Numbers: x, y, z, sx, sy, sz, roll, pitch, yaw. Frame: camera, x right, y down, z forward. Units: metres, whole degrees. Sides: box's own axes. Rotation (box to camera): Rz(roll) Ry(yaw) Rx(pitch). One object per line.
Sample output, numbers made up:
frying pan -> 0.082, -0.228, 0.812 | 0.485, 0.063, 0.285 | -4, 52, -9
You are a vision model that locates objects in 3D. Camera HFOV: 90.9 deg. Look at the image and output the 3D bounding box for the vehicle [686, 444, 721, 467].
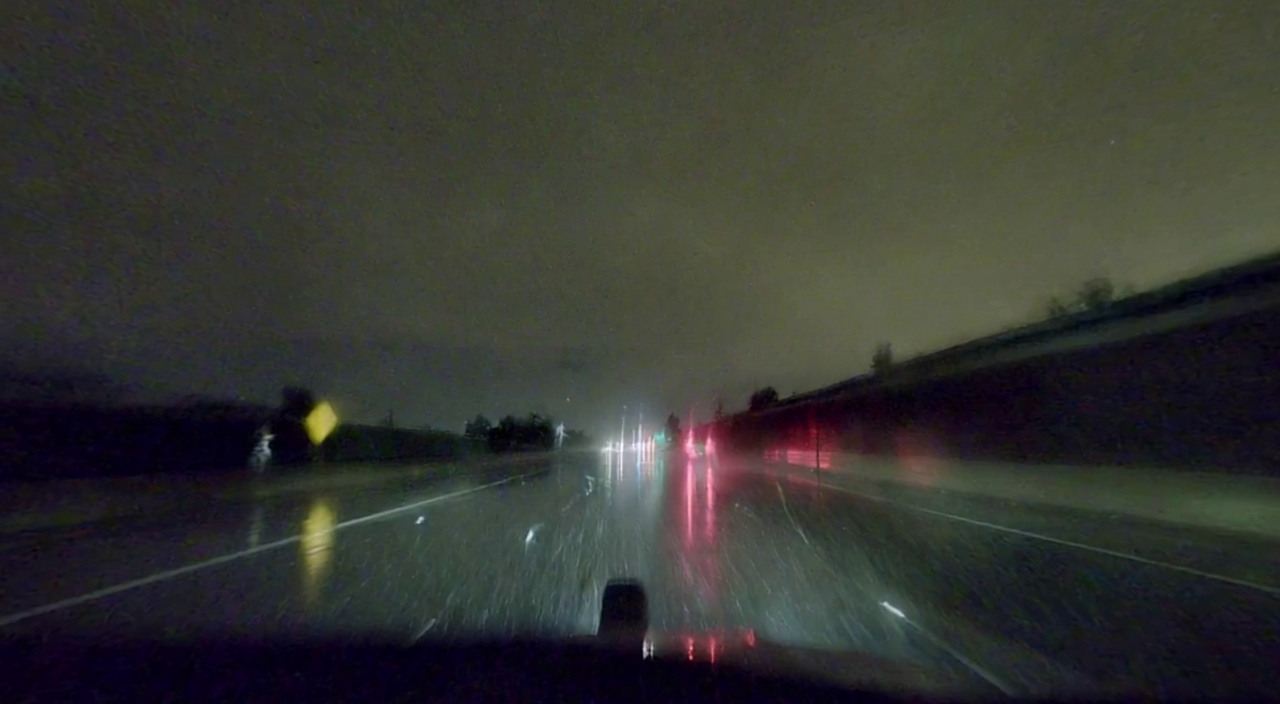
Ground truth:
vehicle -> 4.353, 7.176, 43.796 | 2.003, 1.520, 4.058 | 0, -8, 0
